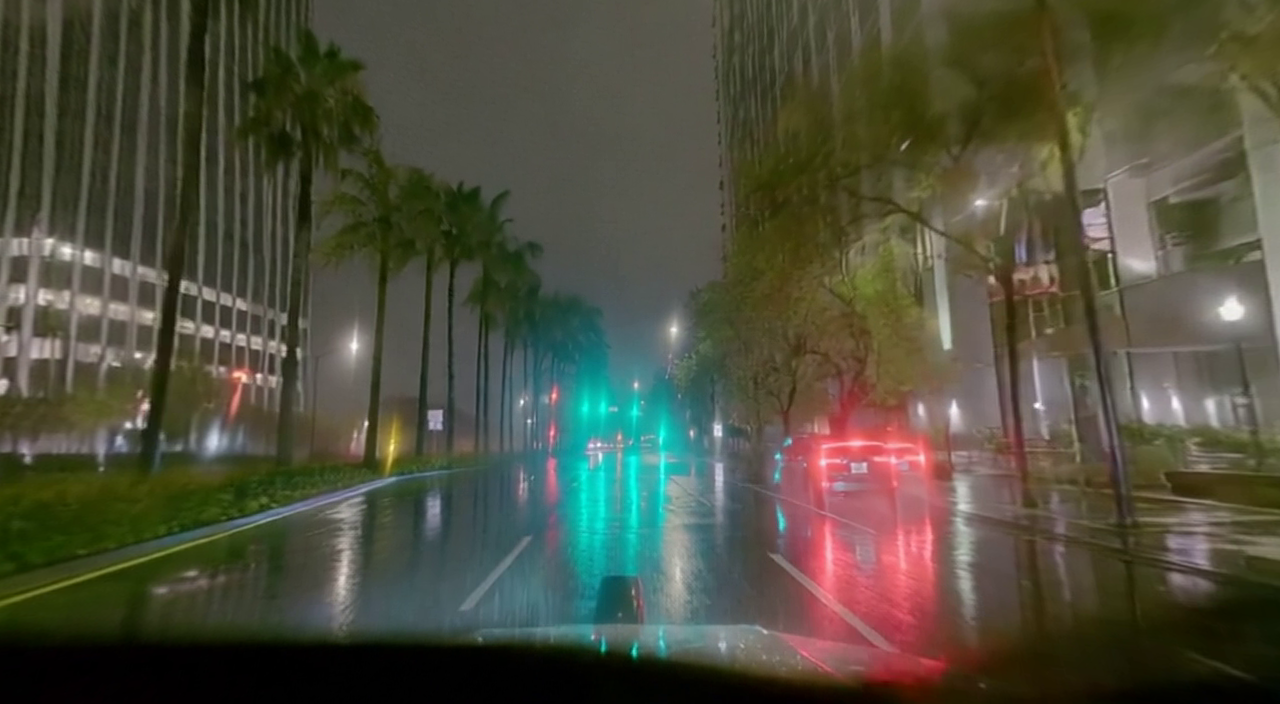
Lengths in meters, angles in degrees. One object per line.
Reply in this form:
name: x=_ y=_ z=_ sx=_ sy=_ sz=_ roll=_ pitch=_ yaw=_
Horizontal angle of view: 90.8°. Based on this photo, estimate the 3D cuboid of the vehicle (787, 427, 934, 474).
vehicle: x=8.461 y=3.838 z=24.620 sx=4.871 sy=1.708 sz=2.144 roll=0 pitch=-8 yaw=-2
